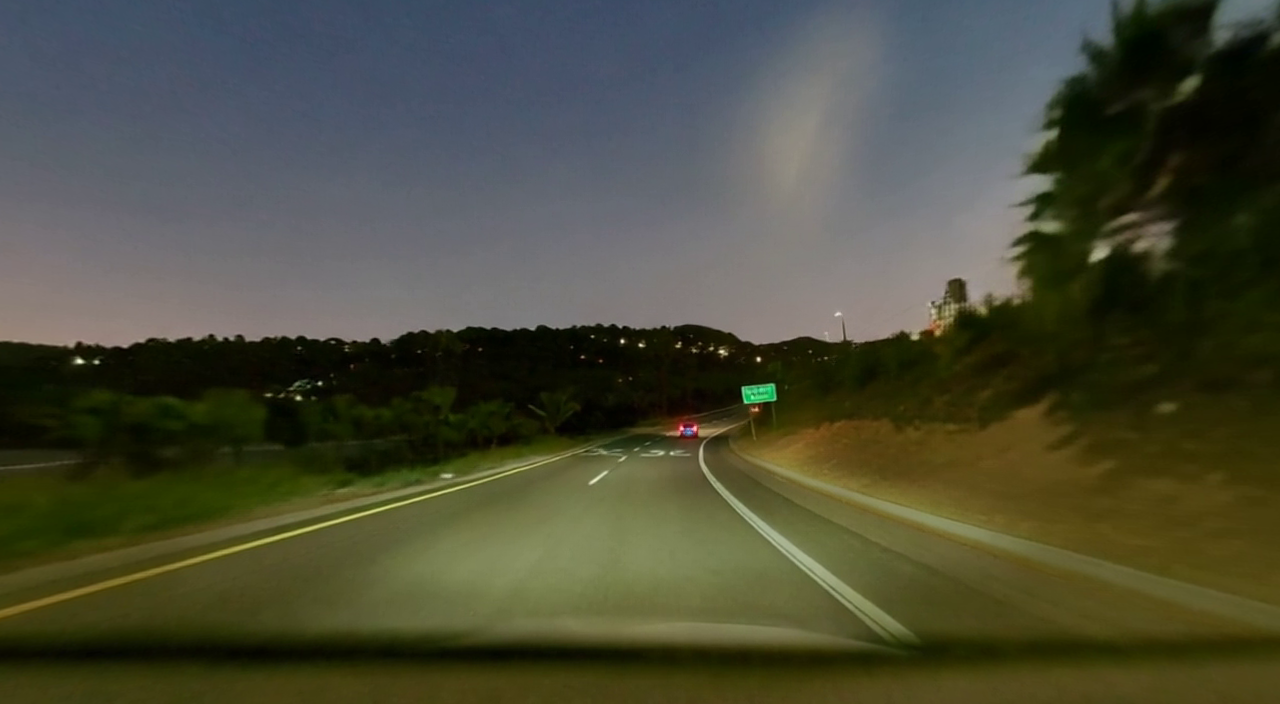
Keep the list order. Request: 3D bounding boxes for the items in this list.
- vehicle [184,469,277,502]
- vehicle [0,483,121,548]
[{"bbox_3d":[-26.100,8.494,40.567,2.281,1.759,5.531,0,-9,-1],"label":"vehicle"},{"bbox_3d":[-20.445,5.437,21.383,1.956,1.716,4.330,-1,-9,1],"label":"vehicle"}]
